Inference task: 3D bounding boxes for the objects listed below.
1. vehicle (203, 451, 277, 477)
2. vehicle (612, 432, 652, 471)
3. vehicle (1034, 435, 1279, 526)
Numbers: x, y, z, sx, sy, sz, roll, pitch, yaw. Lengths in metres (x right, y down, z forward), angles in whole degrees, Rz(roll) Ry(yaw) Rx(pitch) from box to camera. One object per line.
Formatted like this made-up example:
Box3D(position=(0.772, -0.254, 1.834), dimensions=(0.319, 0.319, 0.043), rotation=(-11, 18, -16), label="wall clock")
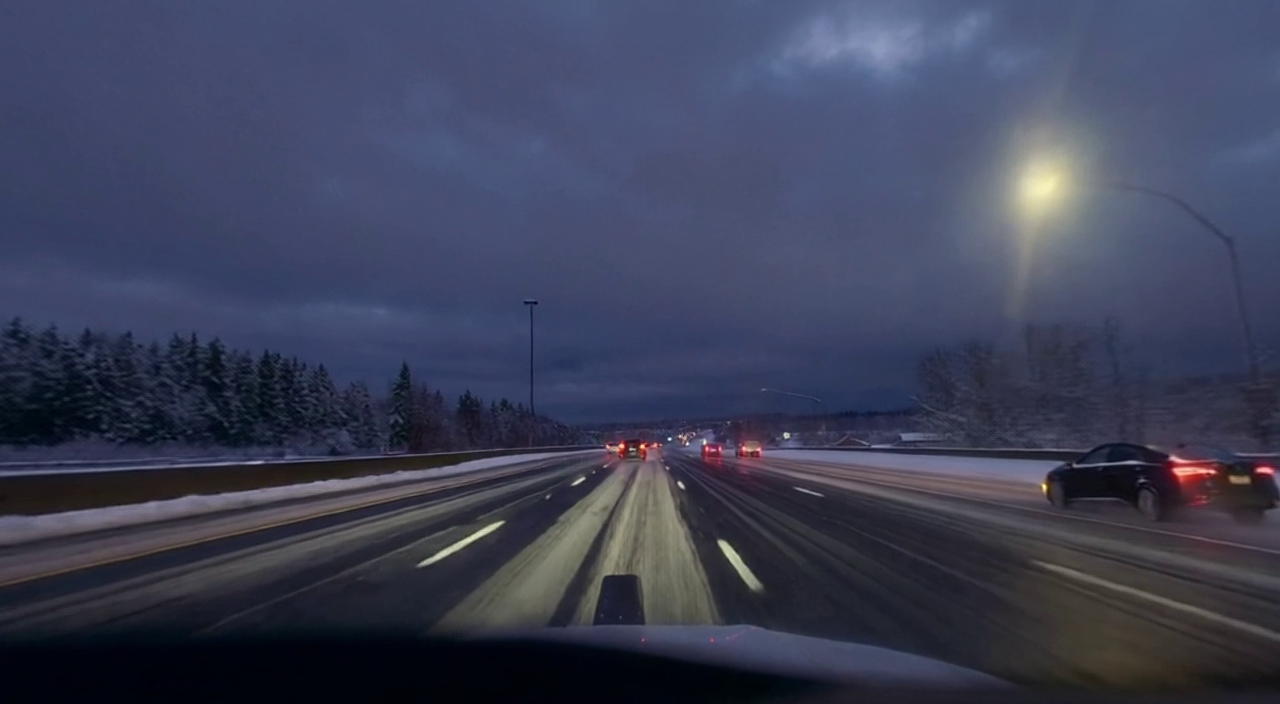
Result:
Box3D(position=(-24.324, 6.809, 38.589), dimensions=(1.806, 1.450, 4.041), rotation=(0, -8, 1), label="vehicle")
Box3D(position=(-0.357, 5.084, 32.297), dimensions=(1.893, 1.827, 4.513), rotation=(0, -8, 1), label="vehicle")
Box3D(position=(10.091, 2.384, 12.338), dimensions=(1.900, 1.432, 4.519), rotation=(0, -8, 1), label="vehicle")
